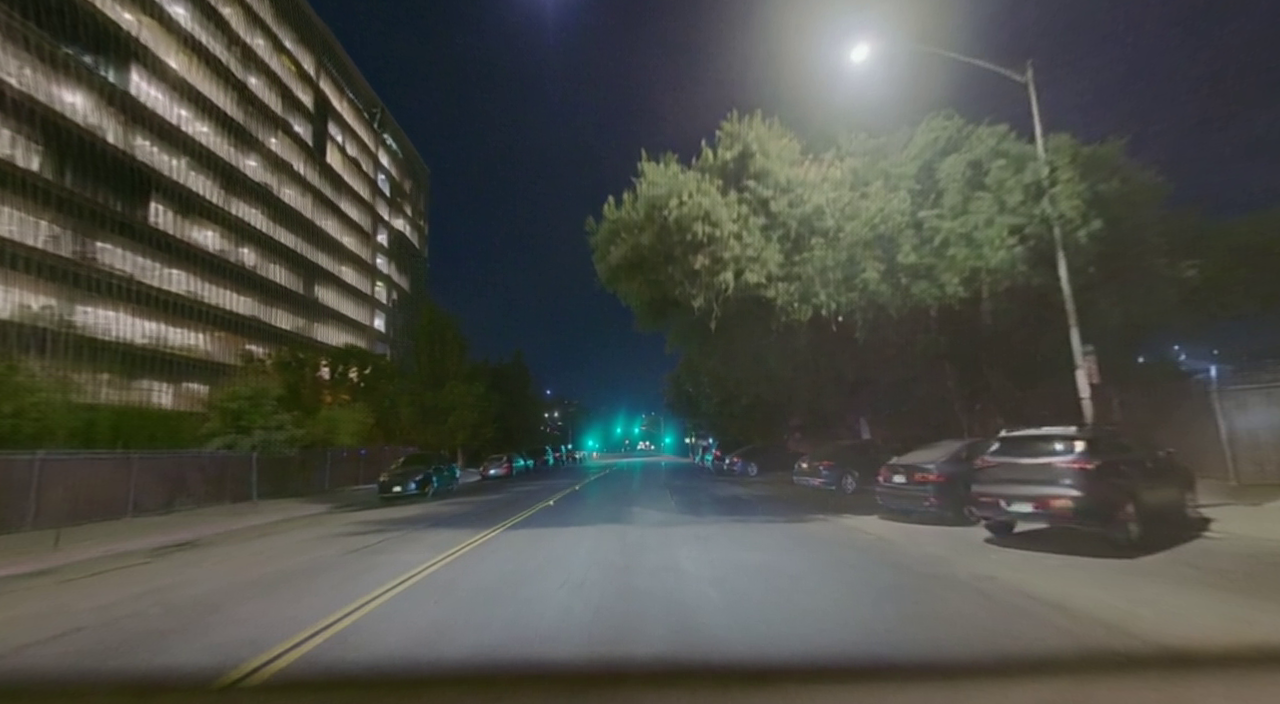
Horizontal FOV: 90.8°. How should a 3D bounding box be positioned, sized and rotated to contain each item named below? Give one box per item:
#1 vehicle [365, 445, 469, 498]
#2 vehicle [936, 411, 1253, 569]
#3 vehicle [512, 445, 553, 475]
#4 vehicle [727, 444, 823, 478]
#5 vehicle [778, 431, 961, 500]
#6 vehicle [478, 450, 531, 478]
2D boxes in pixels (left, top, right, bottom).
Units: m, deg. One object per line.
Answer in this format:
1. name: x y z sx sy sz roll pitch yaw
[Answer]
1. vehicle: -7.867 4.229 22.809 2.172 1.707 4.273 0 -8 0
2. vehicle: 6.355 1.772 8.809 3.954 1.666 2.213 6 -10 -33
3. vehicle: -7.455 7.526 44.263 1.957 1.693 4.588 -2 -6 1
4. vehicle: 6.518 5.224 30.524 4.265 1.510 1.915 5 -10 -28
5. vehicle: 6.637 3.221 18.262 4.858 1.758 2.021 4 -9 -25
6. vehicle: -7.916 6.576 37.301 1.911 1.497 4.738 0 -8 2
